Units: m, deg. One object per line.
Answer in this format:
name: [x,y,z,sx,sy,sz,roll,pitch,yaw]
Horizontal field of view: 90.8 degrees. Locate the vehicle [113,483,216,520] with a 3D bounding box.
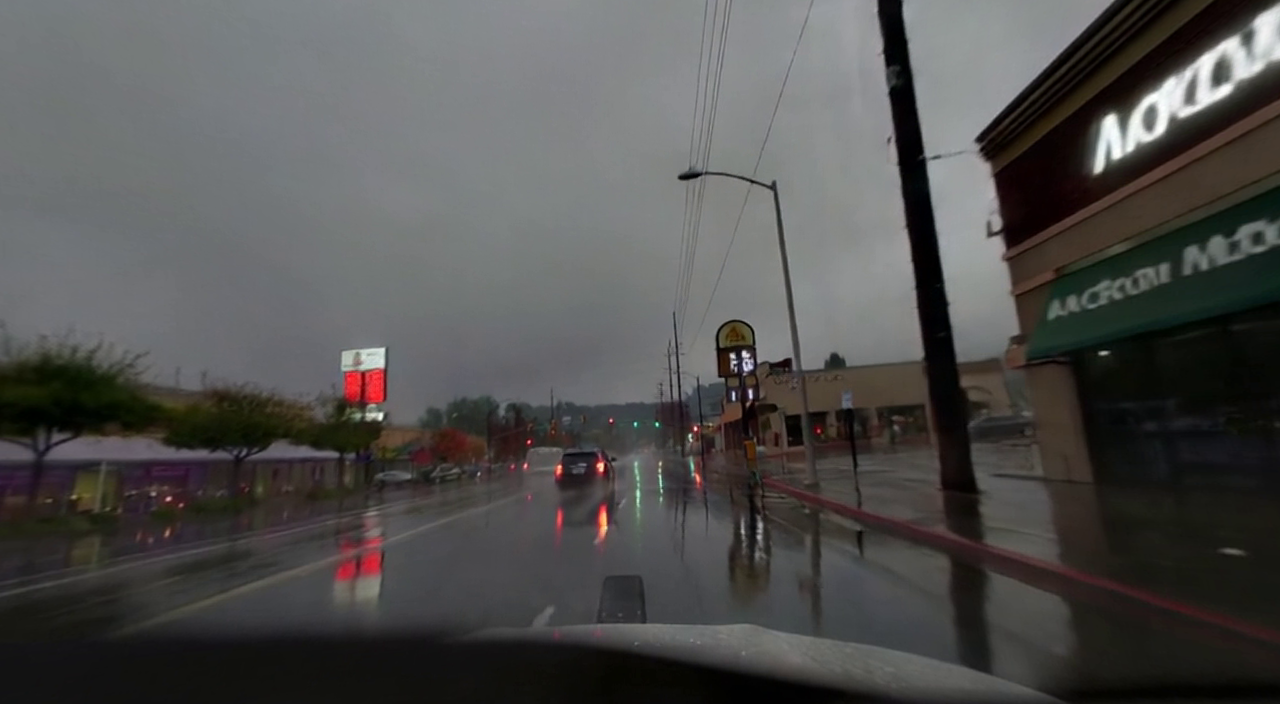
vehicle: [-28.068,8.791,37.471,1.984,1.726,4.592,-2,-8,12]

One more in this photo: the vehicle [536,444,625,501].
vehicle: [-1.579,3.412,18.366,1.977,1.451,4.032,-1,-8,3]
